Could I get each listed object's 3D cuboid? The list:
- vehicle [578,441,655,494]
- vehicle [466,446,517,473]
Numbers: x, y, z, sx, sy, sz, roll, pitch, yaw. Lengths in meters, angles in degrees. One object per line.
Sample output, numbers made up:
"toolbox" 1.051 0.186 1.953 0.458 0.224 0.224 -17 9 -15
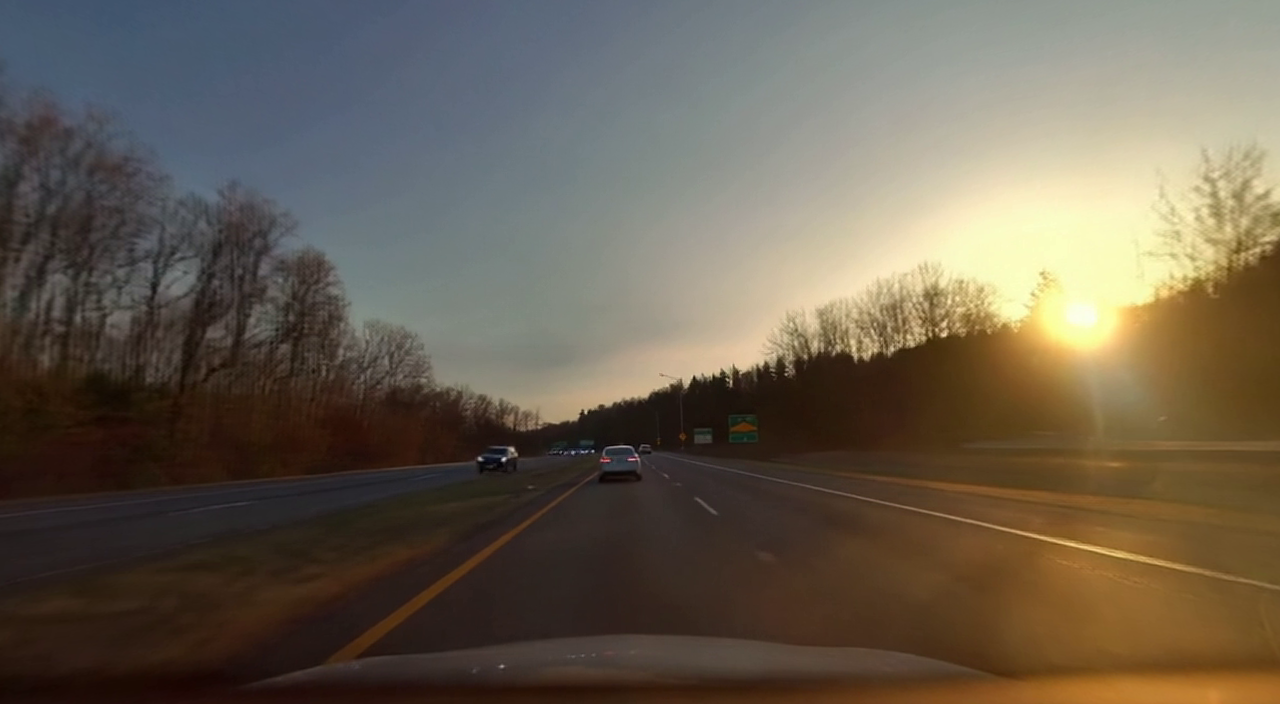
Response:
"vehicle" -0.738 3.679 20.313 2.244 1.506 4.097 0 -9 -1
"vehicle" -9.657 7.017 41.101 2.330 1.637 4.272 0 -9 -1
